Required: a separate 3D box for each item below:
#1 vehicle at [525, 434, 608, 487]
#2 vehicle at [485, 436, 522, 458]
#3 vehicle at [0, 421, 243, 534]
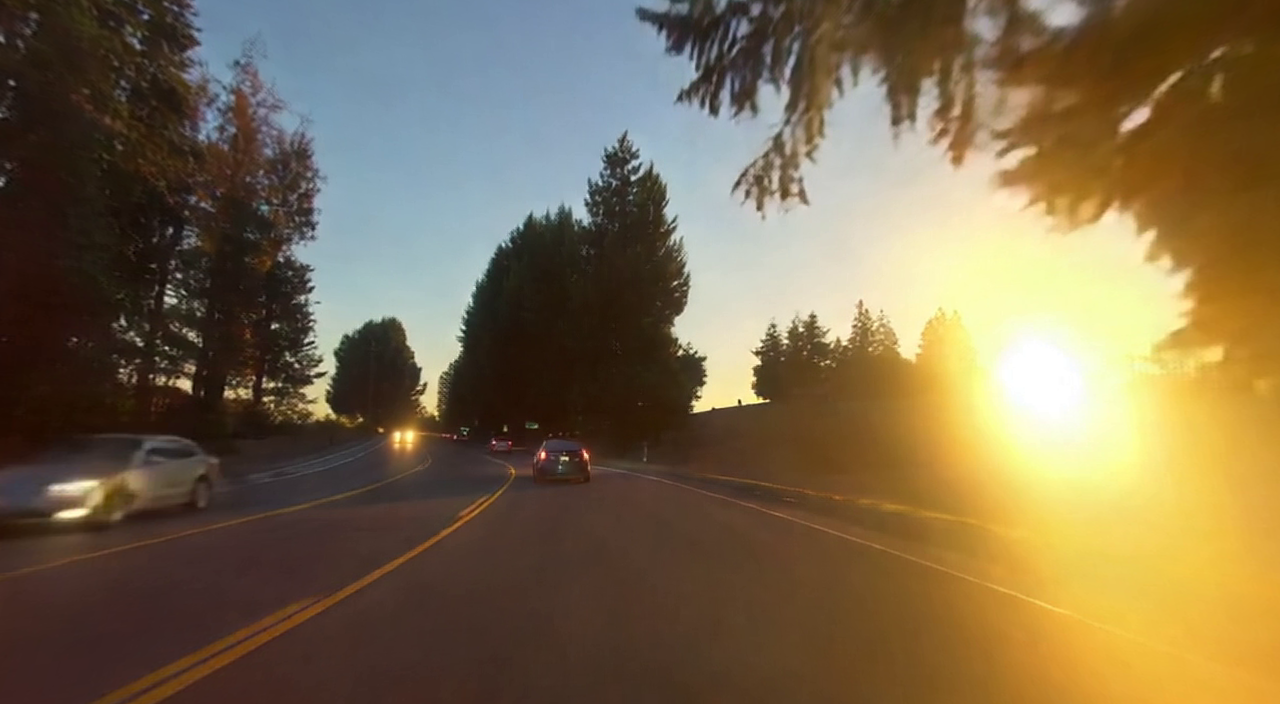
[{"bbox_3d":[-2.485,3.477,20.410,2.296,1.510,4.068,2,-9,-11],"label":"vehicle"},{"bbox_3d":[-9.990,6.933,45.977,2.080,1.530,3.719,3,-9,-20],"label":"vehicle"},{"bbox_3d":[-9.241,2.052,10.805,2.126,1.493,4.748,1,-9,-6],"label":"vehicle"}]
